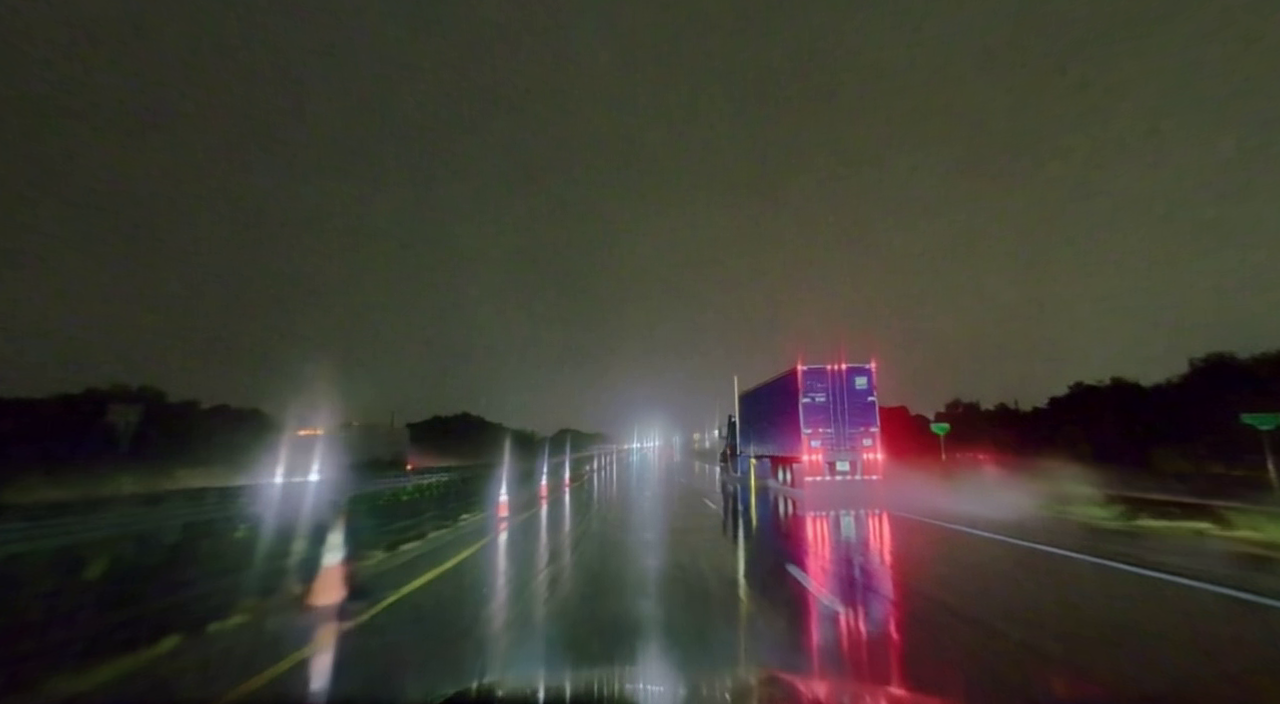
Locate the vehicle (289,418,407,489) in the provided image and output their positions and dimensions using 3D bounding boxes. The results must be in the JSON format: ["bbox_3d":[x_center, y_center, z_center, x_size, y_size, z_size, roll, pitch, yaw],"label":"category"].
[{"bbox_3d":[-14.842,5.228,32.730,2.790,3.247,6.961,0,-9,-1],"label":"vehicle"}]
